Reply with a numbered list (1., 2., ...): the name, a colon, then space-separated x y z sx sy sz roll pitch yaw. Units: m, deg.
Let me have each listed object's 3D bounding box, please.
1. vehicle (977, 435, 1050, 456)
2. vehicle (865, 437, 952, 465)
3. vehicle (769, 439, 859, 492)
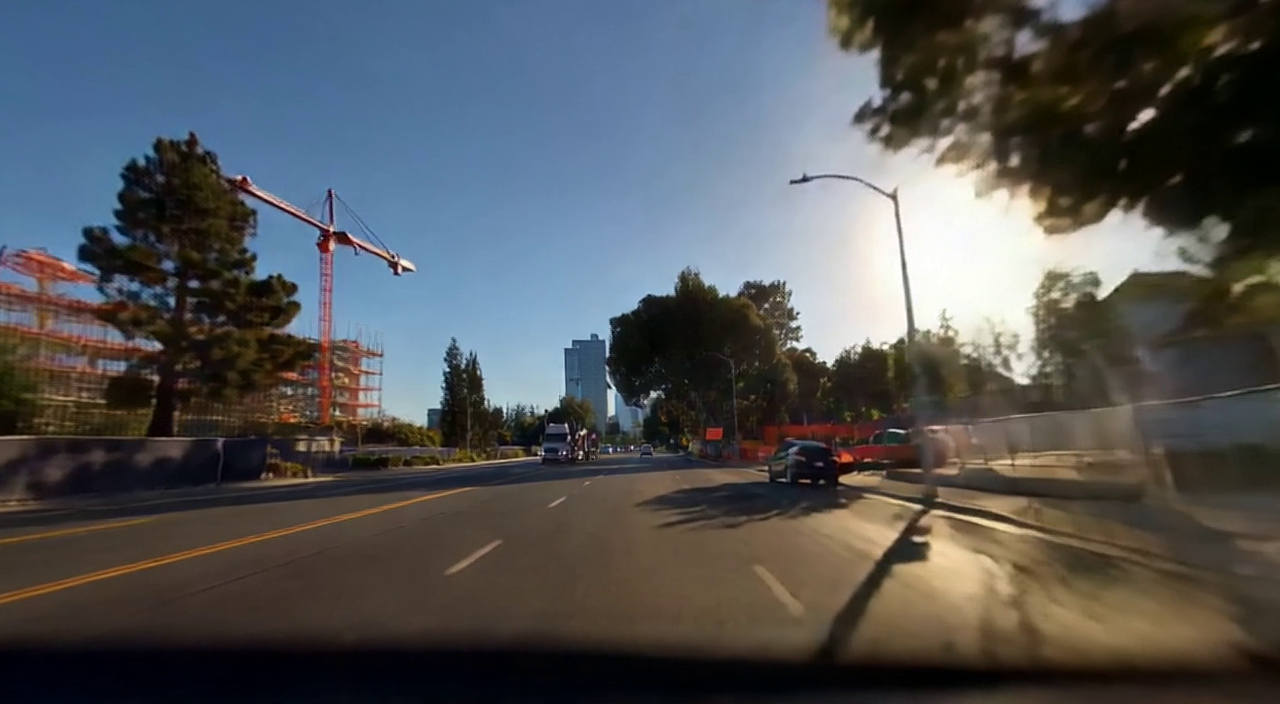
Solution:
1. vehicle: 29.403 7.346 49.484 4.455 1.607 1.950 0 -7 3
2. vehicle: 16.636 6.154 39.072 4.422 1.677 2.004 0 -9 -1
3. vehicle: 6.781 4.479 25.085 2.169 1.880 4.849 0 -9 0
